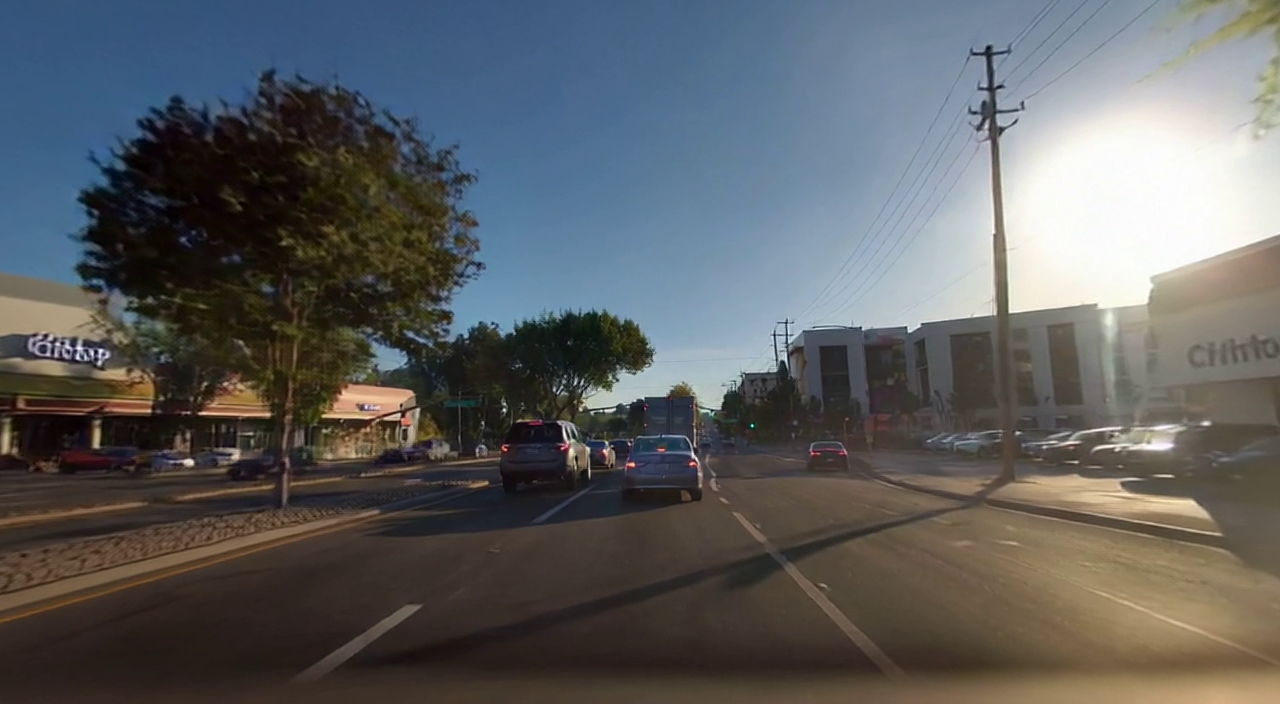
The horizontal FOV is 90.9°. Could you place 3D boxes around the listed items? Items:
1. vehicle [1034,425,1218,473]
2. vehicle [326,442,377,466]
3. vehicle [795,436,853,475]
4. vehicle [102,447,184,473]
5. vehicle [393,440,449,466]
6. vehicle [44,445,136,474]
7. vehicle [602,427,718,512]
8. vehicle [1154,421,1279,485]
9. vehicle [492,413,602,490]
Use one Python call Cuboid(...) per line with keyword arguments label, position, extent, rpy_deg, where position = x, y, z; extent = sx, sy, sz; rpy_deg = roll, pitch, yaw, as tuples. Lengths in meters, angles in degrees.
Cuboid(label="vehicle", position=(15.630, 3.134, 20.440), extent=(4.436, 1.466, 1.875), rpy_deg=(0, -8, -2))
Cuboid(label="vehicle", position=(-21.544, 7.640, 47.302), extent=(1.923, 1.703, 4.520), rpy_deg=(0, -8, -3))
Cuboid(label="vehicle", position=(7.863, 4.440, 27.308), extent=(1.900, 1.507, 4.151), rpy_deg=(-2, -8, 10))
Cuboid(label="vehicle", position=(-32.009, 6.954, 40.749), extent=(3.937, 1.438, 1.873), rpy_deg=(3, -10, -33))
Cuboid(label="vehicle", position=(-12.800, 5.912, 37.111), extent=(2.011, 1.456, 4.143), rpy_deg=(0, -8, -3))
Cuboid(label="vehicle", position=(-31.997, 6.247, 36.801), extent=(3.835, 1.549, 1.755), rpy_deg=(6, -11, -37))
Cuboid(label="vehicle", position=(0.334, 2.400, 13.319), extent=(2.061, 1.494, 4.079), rpy_deg=(0, -8, -1))
Cuboid(label="vehicle", position=(16.086, 2.537, 15.993), extent=(4.323, 1.496, 1.937), rpy_deg=(0, -8, 0))
Cuboid(label="vehicle", position=(-2.538, 2.931, 18.762), extent=(2.289, 1.935, 5.227), rpy_deg=(0, -8, 2))
